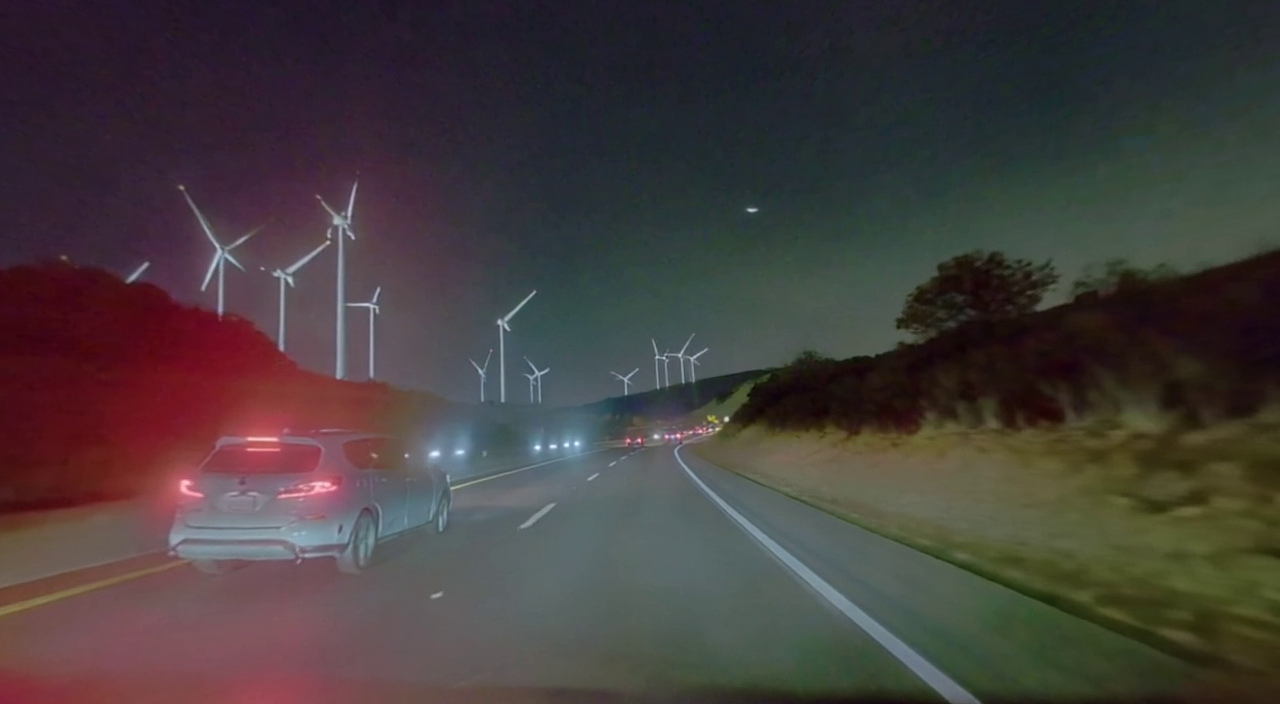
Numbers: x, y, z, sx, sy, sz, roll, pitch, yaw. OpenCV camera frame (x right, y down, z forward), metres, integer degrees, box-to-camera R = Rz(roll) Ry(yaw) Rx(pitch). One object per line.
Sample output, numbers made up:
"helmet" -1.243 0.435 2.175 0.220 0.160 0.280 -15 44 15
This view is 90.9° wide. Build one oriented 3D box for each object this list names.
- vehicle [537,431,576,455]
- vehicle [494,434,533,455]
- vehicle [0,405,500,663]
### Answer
"vehicle" -5.736 6.308 43.790 2.012 1.564 3.878 0 -8 3
"vehicle" -9.354 6.861 46.851 1.866 1.501 3.849 0 -8 3
"vehicle" -2.769 1.327 5.836 1.918 1.443 4.422 0 -8 0
